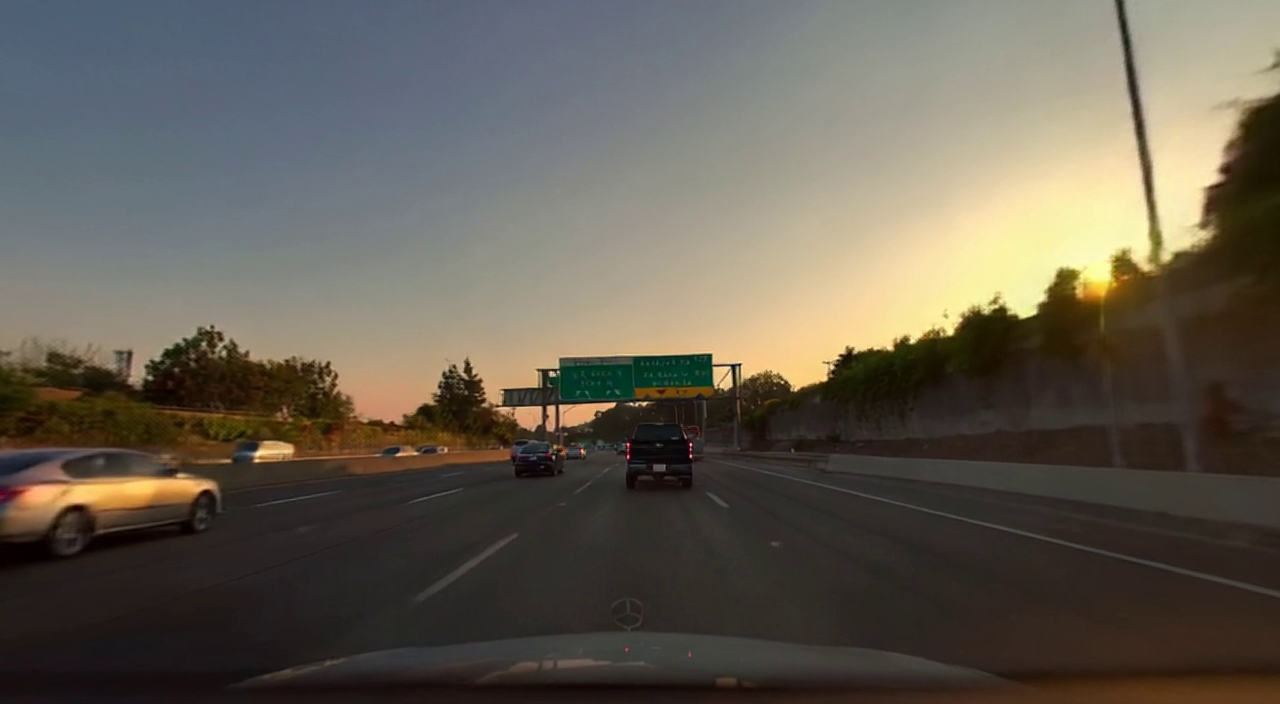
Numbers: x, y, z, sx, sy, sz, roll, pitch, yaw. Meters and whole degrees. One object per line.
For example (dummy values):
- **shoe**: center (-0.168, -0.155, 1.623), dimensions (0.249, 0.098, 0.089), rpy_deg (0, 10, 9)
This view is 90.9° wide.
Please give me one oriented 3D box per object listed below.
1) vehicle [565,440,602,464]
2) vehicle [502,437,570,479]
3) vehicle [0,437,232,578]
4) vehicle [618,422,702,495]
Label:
- **vehicle**: center (-3.849, 6.927, 43.695), dimensions (2.061, 1.584, 4.290), rpy_deg (0, -8, 1)
- **vehicle**: center (-4.264, 4.401, 26.528), dimensions (1.961, 1.591, 4.756), rpy_deg (0, -9, 1)
- **vehicle**: center (-7.737, 1.814, 7.842), dimensions (2.081, 1.463, 4.749), rpy_deg (0, -8, 1)
- **vehicle**: center (0.501, 3.008, 18.105), dimensions (2.083, 1.792, 4.782), rpy_deg (0, -8, 0)
